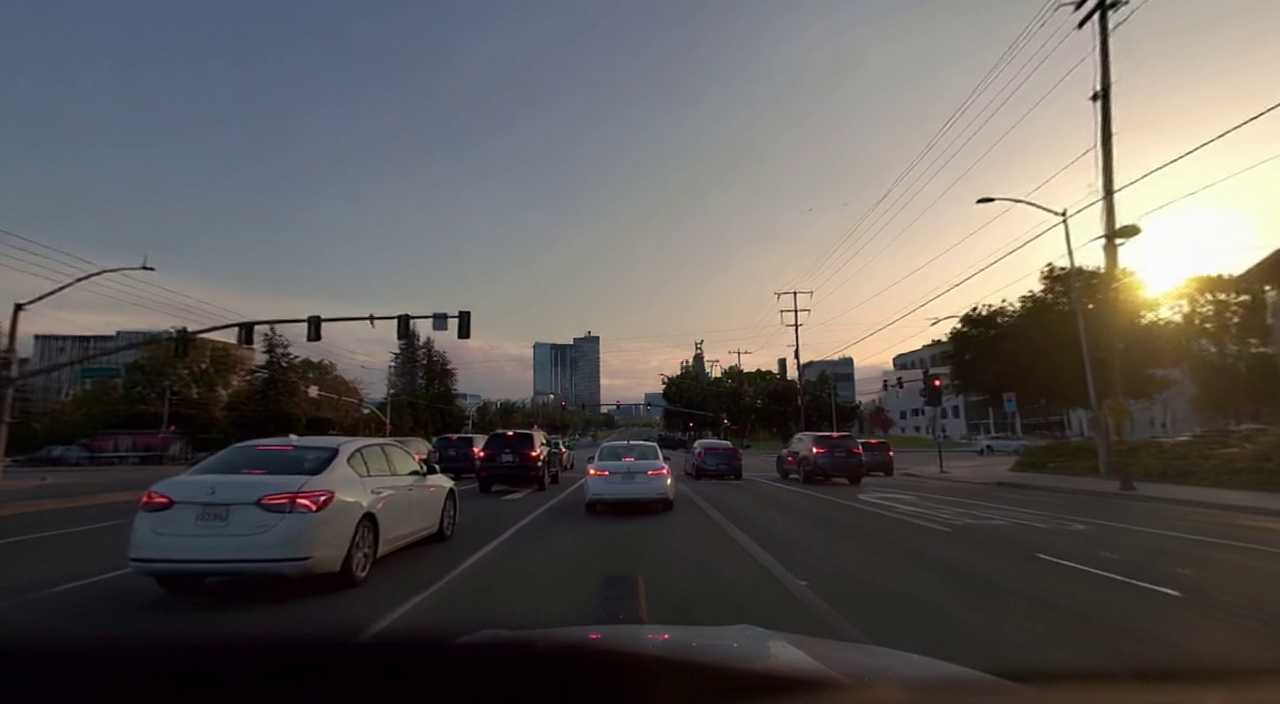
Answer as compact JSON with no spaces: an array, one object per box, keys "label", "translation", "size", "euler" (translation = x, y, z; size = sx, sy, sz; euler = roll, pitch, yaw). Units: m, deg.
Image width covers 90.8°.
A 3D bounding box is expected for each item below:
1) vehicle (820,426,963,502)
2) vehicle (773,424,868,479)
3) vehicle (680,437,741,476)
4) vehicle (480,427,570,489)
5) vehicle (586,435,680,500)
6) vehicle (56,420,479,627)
[{"label":"vehicle","translation":[6.379,2.883,16.640],"size":[1.945,1.706,4.190],"euler":[0,-8,-2]},{"label":"vehicle","translation":[7.123,4.005,25.605],"size":[2.156,1.982,5.358],"euler":[0,-8,-1]},{"label":"vehicle","translation":[2.939,4.471,27.351],"size":[1.987,1.515,4.521],"euler":[0,-8,-2]},{"label":"vehicle","translation":[-3.443,3.291,19.832],"size":[2.033,1.714,4.278],"euler":[0,-8,0]},{"label":"vehicle","translation":[-0.180,2.892,16.171],"size":[2.098,1.431,3.958],"euler":[0,-8,0]},{"label":"vehicle","translation":[-3.218,1.546,6.723],"size":[1.837,1.463,4.311],"euler":[0,-8,0]}]
